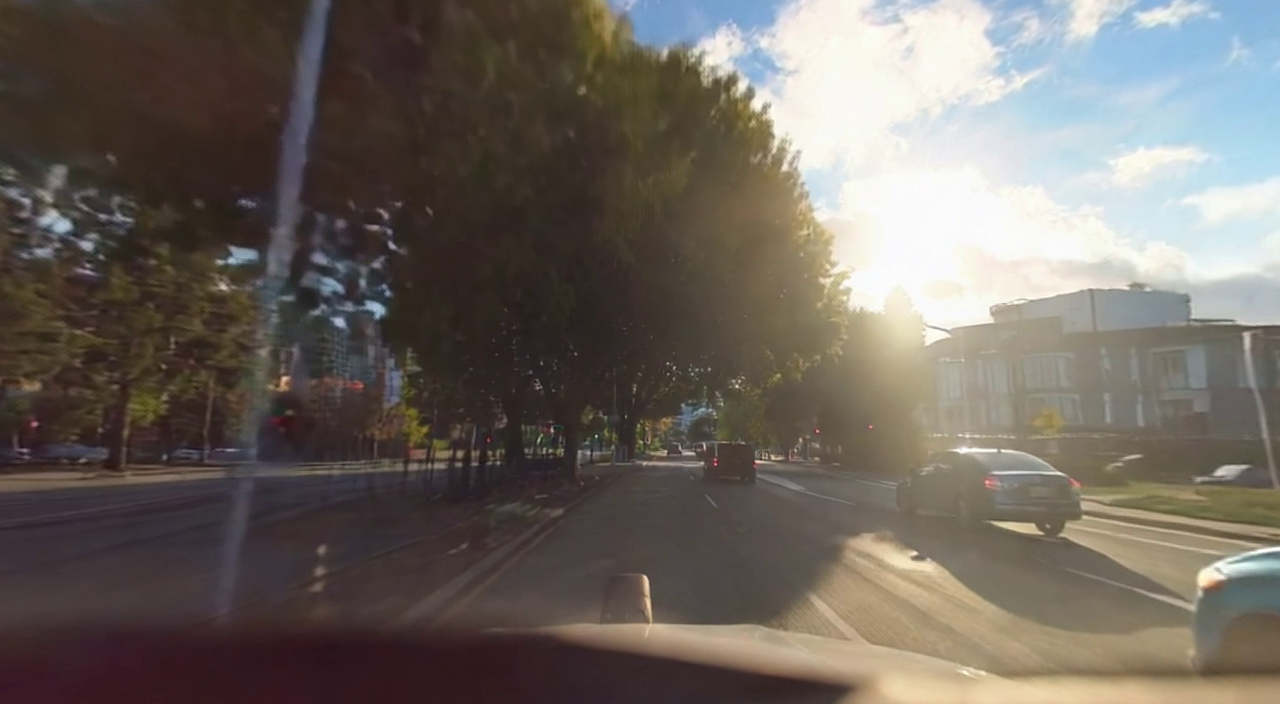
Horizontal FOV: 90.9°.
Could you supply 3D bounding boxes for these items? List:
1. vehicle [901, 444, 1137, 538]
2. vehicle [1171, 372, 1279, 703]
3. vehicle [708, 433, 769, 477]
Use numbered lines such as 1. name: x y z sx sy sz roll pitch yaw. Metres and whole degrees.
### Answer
1. vehicle: 7.177 2.620 12.654 1.899 1.496 4.559 0 -8 0
2. vehicle: 3.321 0.668 0.733 1.901 1.634 3.952 0 -8 0
3. vehicle: 4.452 4.737 29.243 2.154 1.844 4.634 0 -8 2
